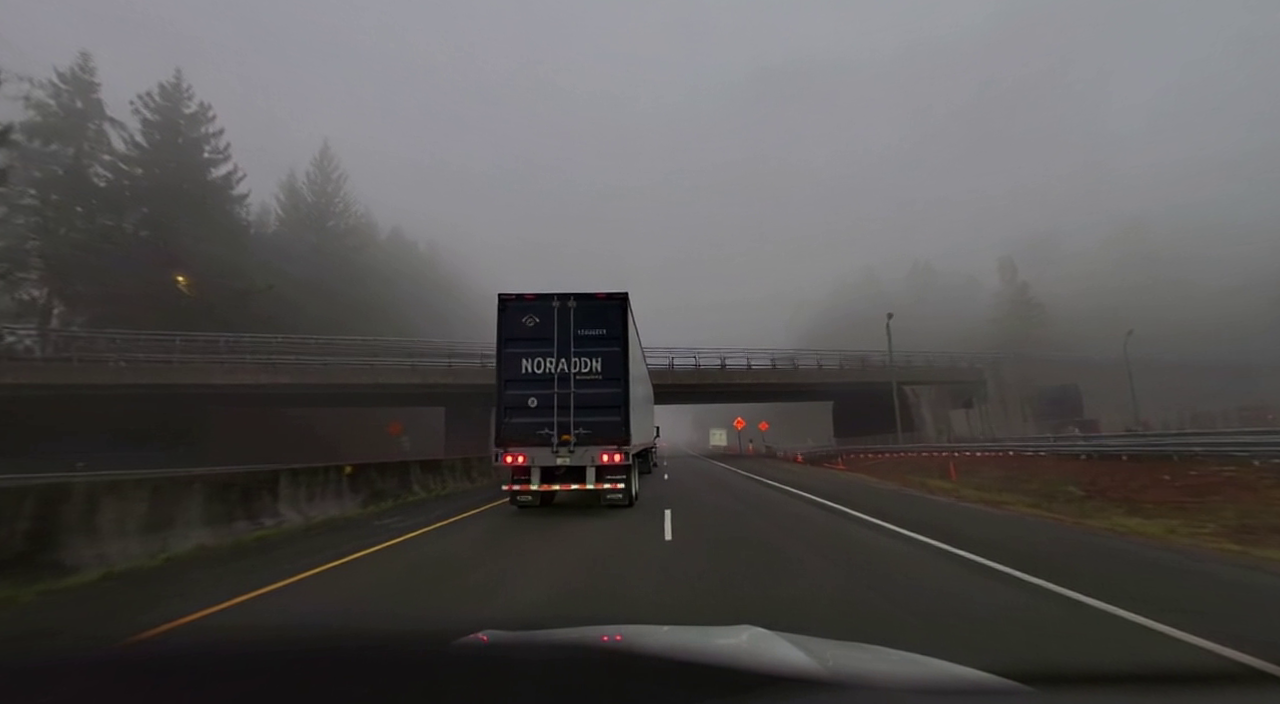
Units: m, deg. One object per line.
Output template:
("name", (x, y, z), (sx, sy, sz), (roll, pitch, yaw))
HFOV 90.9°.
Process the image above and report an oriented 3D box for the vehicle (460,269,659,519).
("vehicle", (-1.133, 1.441, 15.780), (2.935, 4.068, 11.036), (0, -8, 3))
